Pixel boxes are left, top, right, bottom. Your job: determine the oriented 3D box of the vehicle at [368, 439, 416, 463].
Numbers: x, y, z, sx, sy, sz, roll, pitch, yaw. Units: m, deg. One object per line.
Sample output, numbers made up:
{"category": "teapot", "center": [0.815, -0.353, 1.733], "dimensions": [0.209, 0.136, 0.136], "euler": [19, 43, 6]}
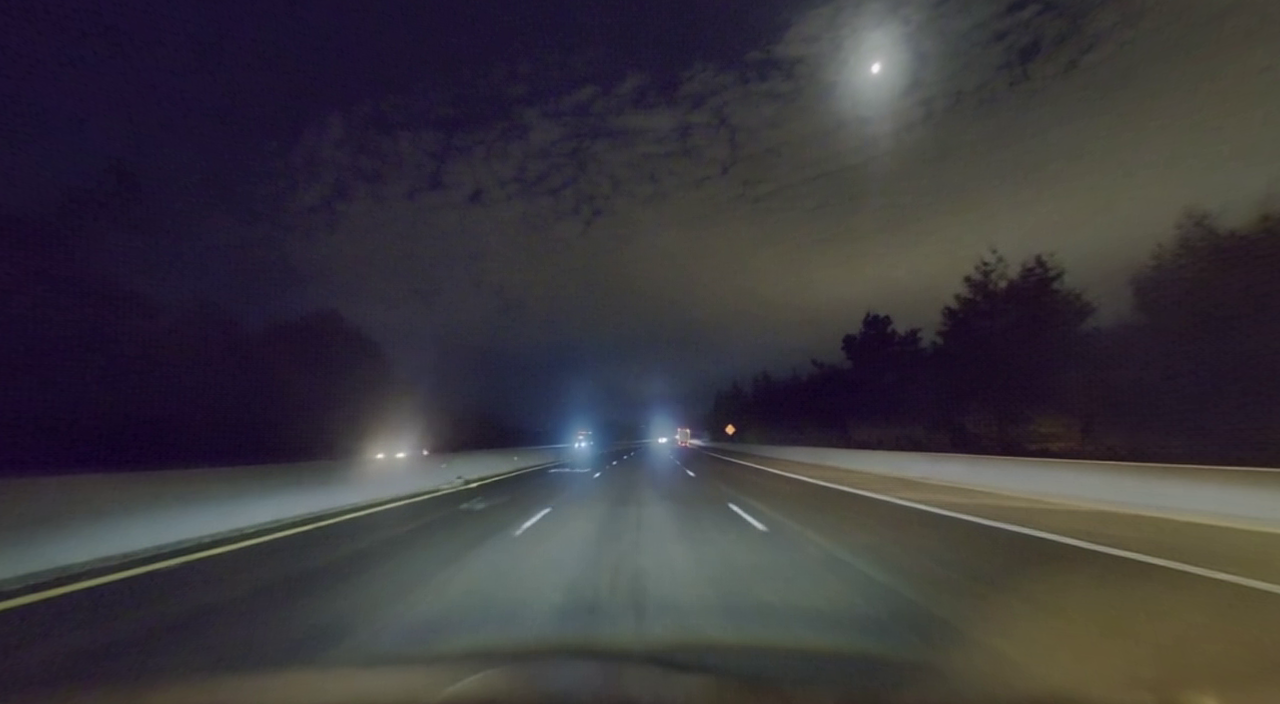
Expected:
{"category": "vehicle", "center": [-19.322, 7.700, 49.209], "dimensions": [1.910, 1.779, 4.264], "euler": [-1, -8, 1]}
